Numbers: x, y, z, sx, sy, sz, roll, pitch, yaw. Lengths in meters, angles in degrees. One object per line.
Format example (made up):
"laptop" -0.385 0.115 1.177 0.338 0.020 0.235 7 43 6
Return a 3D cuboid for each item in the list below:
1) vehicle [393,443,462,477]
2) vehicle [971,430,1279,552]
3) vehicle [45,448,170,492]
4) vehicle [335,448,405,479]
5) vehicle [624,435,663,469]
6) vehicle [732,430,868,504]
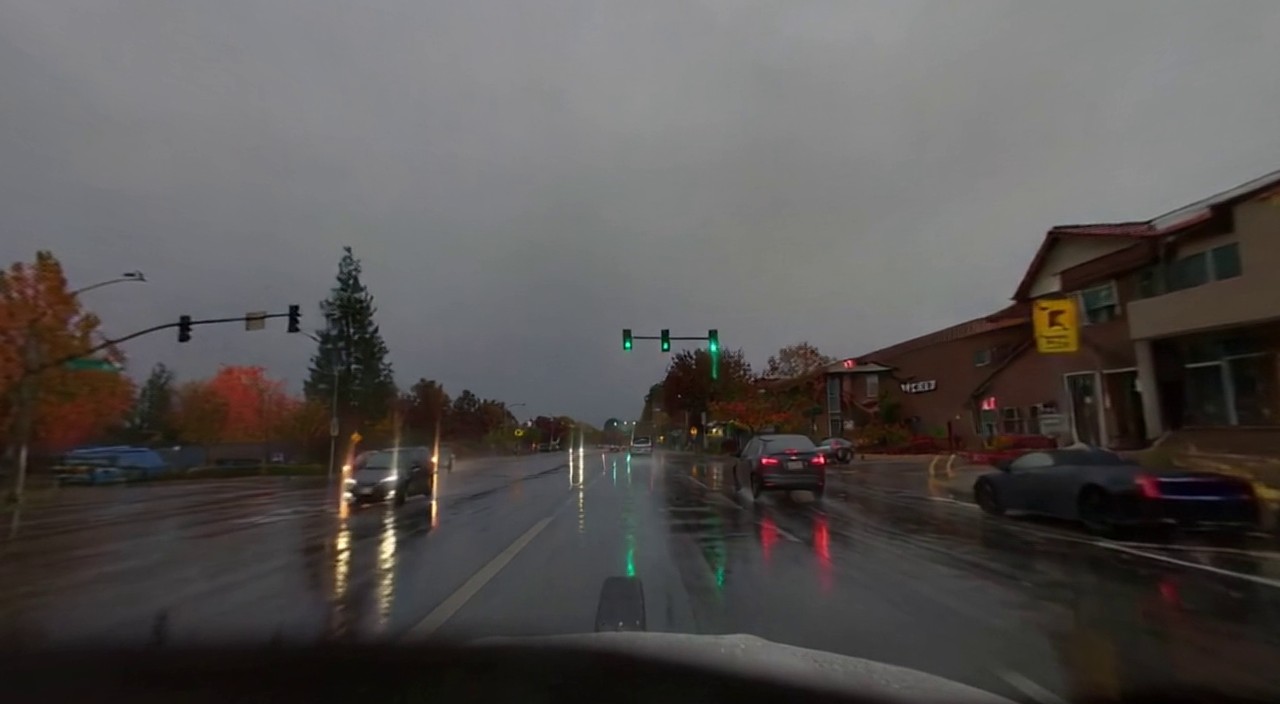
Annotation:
"vehicle" -11.933 6.060 35.700 2.092 1.790 4.960 0 -9 1
"vehicle" 7.152 2.019 9.806 1.852 1.494 3.850 0 -9 0
"vehicle" -35.235 7.762 41.807 5.947 2.769 2.763 -1 -9 6
"vehicle" -15.825 6.538 37.207 2.028 1.680 4.415 0 -9 2
"vehicle" 0.167 6.005 37.985 2.239 1.856 4.815 0 -8 -1
"vehicle" 3.693 2.756 15.498 2.178 1.546 4.311 0 -8 0
